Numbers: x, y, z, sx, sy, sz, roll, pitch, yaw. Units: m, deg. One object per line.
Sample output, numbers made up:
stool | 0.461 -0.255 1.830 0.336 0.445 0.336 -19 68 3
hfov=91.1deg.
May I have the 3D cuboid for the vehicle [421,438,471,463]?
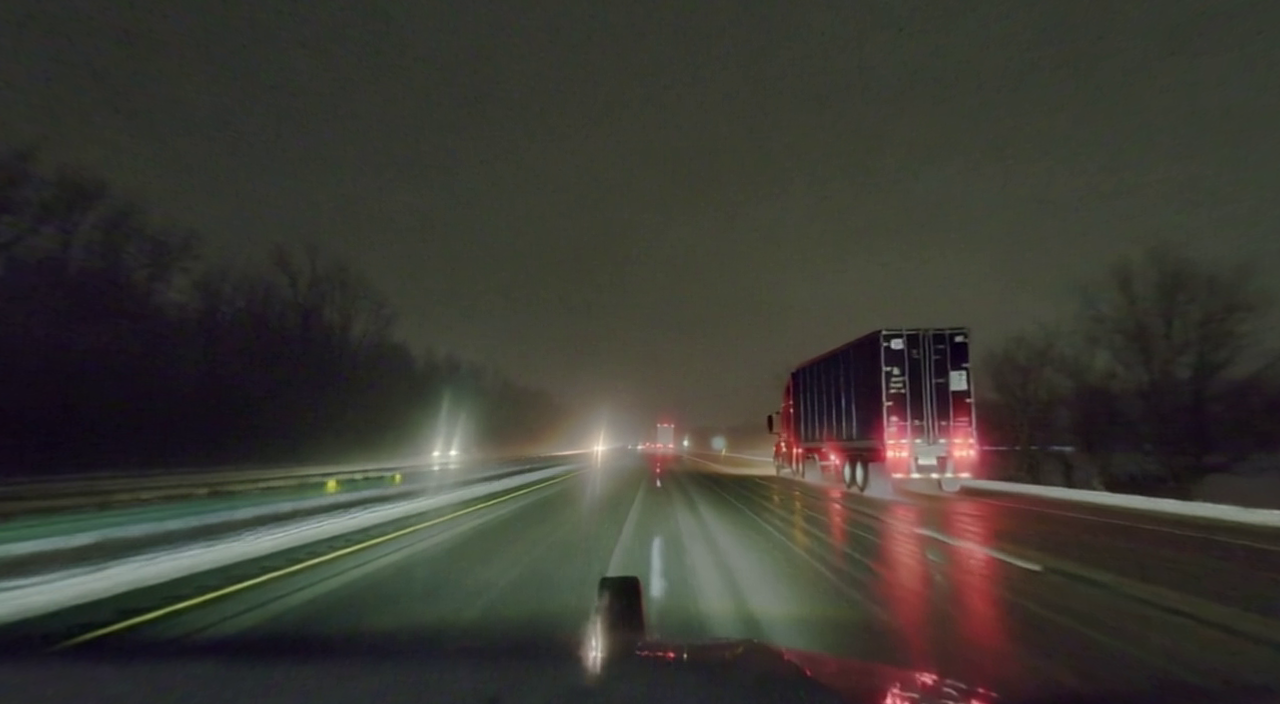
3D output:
vehicle | -13.806 7.040 45.021 1.982 1.685 4.575 0 -9 1
